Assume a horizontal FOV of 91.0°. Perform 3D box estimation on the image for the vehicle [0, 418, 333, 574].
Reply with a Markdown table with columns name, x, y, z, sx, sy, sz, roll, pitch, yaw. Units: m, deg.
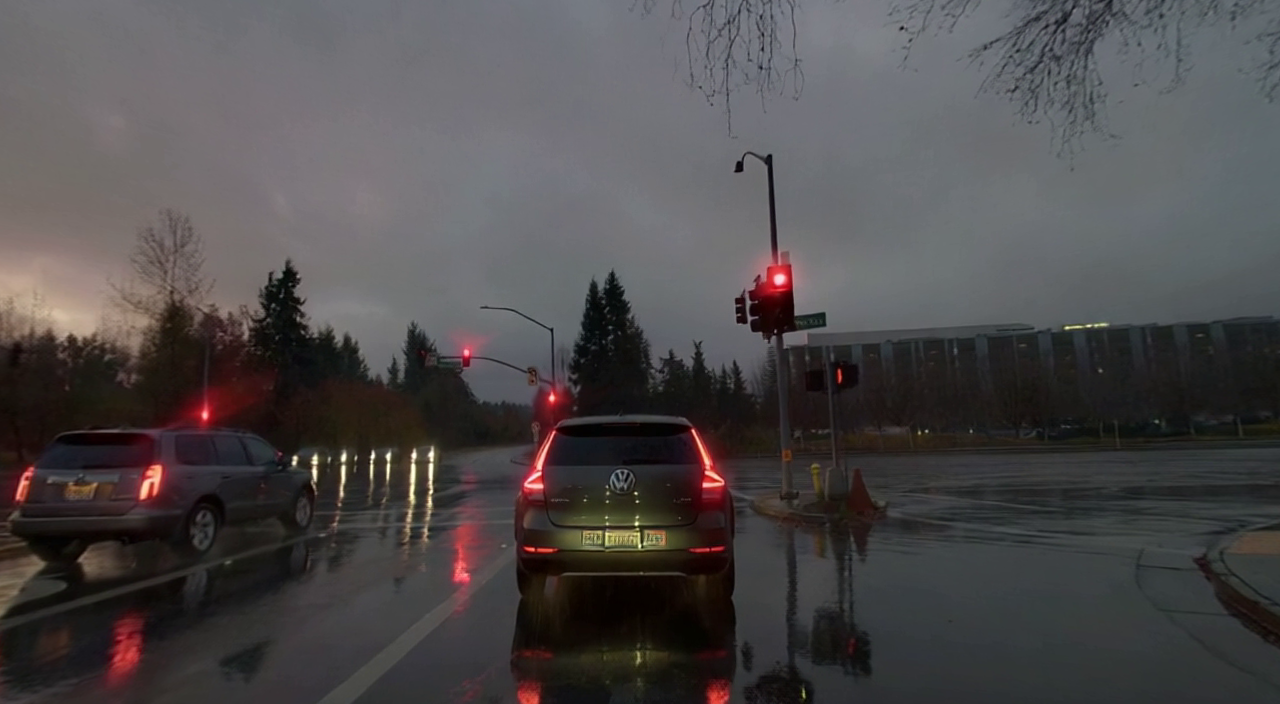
| name | x | y | z | sx | sy | sz | roll | pitch | yaw |
| --- | --- | --- | --- | --- | --- | --- | --- | --- | --- |
| vehicle | -6.397 | 1.901 | 9.121 | 2.020 | 1.695 | 4.187 | 1 | -9 | -5 |

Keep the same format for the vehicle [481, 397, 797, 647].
| name | x | y | z | sx | sy | sz | roll | pitch | yaw |
| --- | --- | --- | --- | --- | --- | --- | --- | --- | --- |
| vehicle | -0.150 | 1.459 | 6.444 | 2.154 | 1.670 | 4.140 | 0 | -9 | -4 |
